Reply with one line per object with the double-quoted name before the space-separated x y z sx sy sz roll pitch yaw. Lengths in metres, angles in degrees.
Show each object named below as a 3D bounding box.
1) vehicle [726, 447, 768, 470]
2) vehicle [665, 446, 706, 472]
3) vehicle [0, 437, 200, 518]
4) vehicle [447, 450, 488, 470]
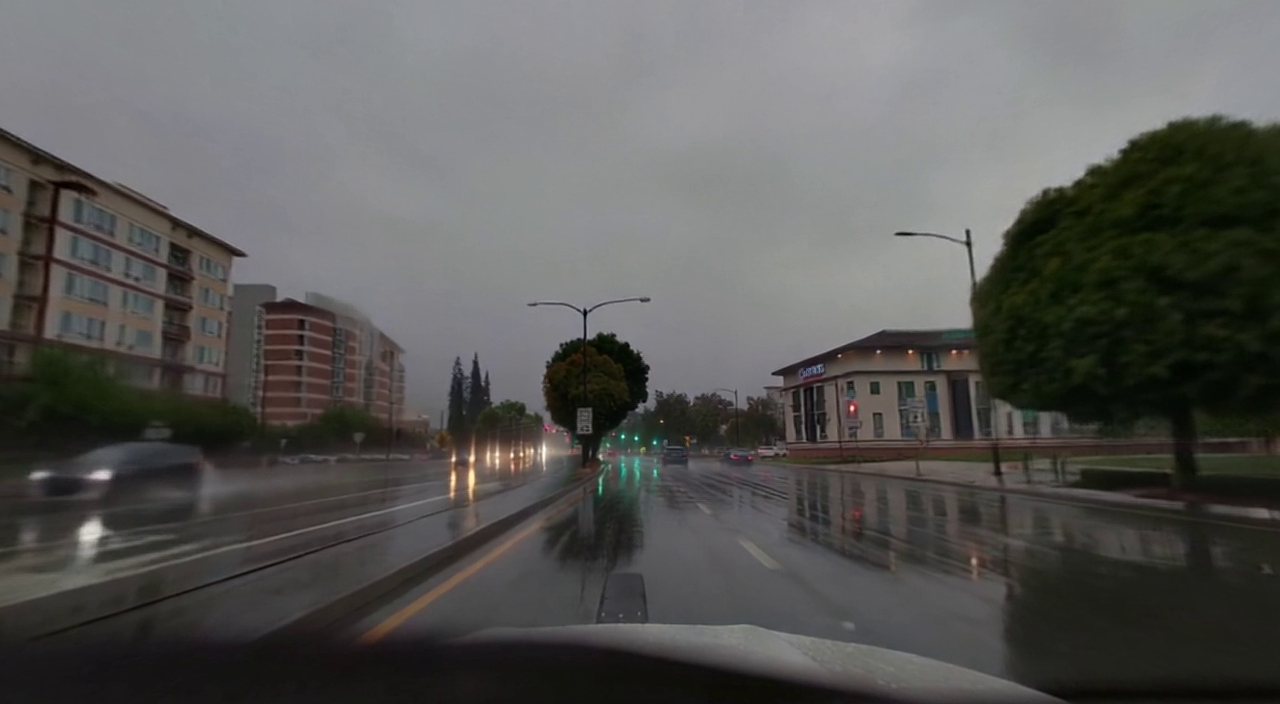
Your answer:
"vehicle" 7.052 7.053 42.075 1.932 1.439 4.159 0 -9 -3
"vehicle" 2.794 6.728 39.893 2.020 1.479 4.650 0 -9 -3
"vehicle" -13.473 2.998 15.632 1.953 1.688 4.435 0 -9 0
"vehicle" -13.387 8.427 49.393 1.946 1.441 4.661 0 -9 -1
